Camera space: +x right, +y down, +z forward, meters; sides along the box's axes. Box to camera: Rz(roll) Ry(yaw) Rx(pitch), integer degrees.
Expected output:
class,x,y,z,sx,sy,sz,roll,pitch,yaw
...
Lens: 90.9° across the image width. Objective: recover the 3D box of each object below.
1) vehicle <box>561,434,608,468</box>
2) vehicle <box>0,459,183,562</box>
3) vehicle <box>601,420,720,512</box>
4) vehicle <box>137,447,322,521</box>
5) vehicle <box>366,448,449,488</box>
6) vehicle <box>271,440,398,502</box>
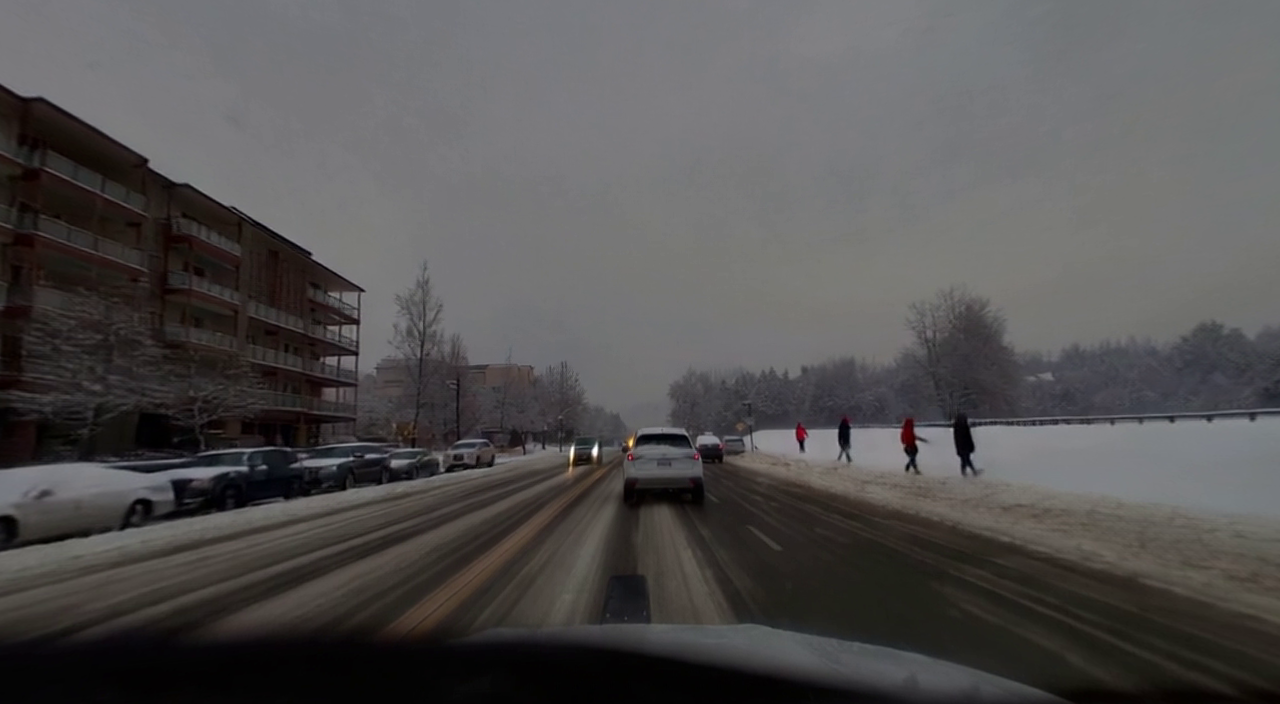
class,x,y,z,sx,sy,sz,roll,pitch,yaw
vehicle,-2.942,5.402,34.516,2.086,1.702,4.451,0,-9,1
vehicle,-10.607,2.644,10.933,1.839,1.474,4.694,0,-9,0
vehicle,0.348,2.323,13.219,2.132,1.632,3.838,0,-9,0
vehicle,-10.394,3.310,16.463,1.869,1.647,4.281,0,-9,1
vehicle,-10.098,5.027,27.821,1.860,1.487,4.658,-1,-8,0
vehicle,-10.261,3.979,21.672,1.940,1.816,4.721,-1,-7,1
